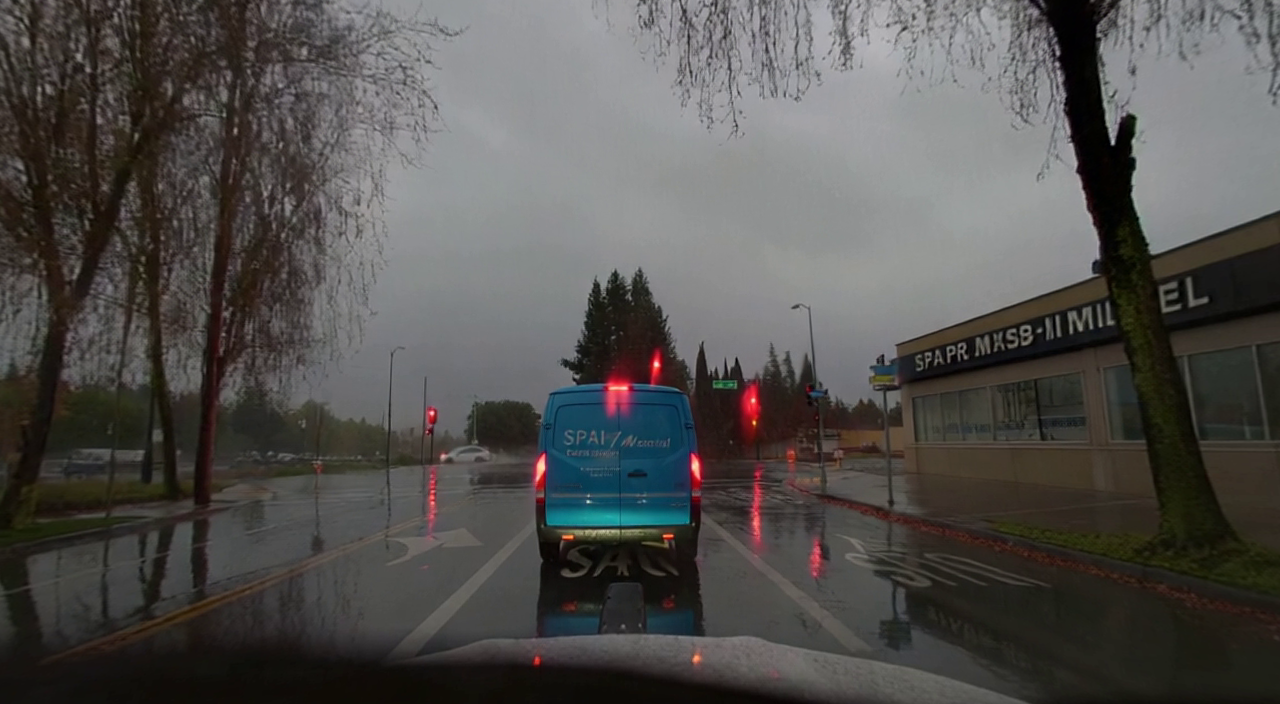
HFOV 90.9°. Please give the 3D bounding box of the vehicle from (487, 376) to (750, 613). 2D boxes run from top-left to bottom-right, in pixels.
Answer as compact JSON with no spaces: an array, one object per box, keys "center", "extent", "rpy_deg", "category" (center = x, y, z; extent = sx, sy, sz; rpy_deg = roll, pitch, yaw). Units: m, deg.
[{"center":[-0.296,1.478,7.297],"extent":[2.181,1.949,3.932],"rpy_deg":[1,-9,-4],"category":"vehicle"}]
